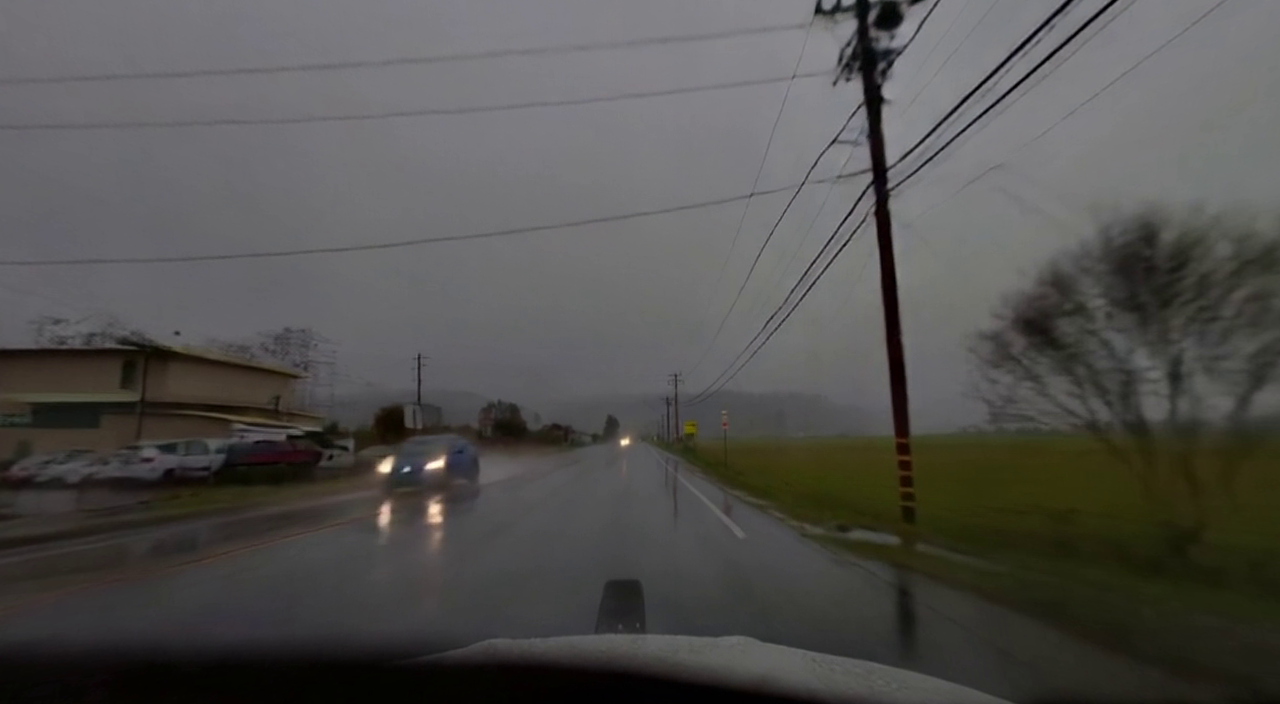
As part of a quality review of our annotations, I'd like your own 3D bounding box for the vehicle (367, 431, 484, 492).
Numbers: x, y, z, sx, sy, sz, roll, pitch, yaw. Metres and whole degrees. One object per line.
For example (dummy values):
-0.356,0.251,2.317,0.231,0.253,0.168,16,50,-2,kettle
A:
-6.613,3.430,20.129,2.113,1.710,4.438,0,-8,1,vehicle
